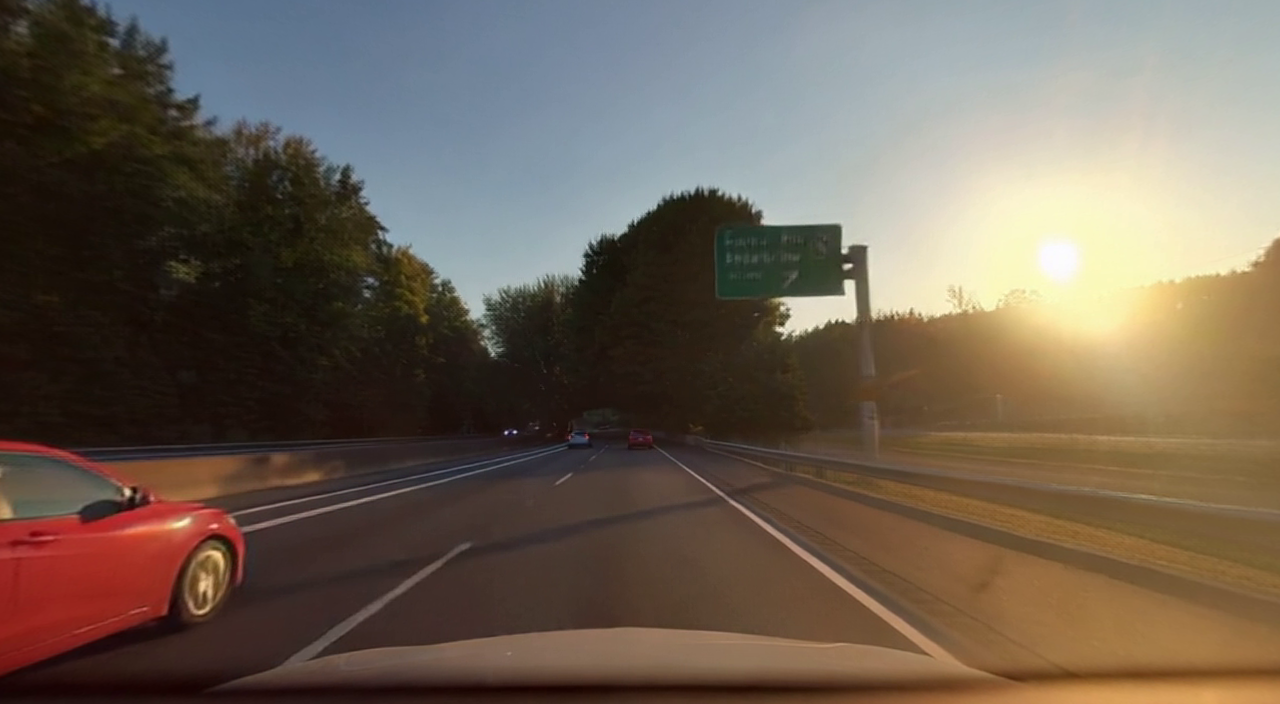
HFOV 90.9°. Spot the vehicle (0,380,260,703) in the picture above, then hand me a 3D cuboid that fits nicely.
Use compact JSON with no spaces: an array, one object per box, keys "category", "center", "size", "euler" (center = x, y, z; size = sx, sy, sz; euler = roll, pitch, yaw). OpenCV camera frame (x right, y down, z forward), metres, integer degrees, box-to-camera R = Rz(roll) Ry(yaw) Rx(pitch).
[{"category":"vehicle","center":[-3.833,0.854,2.672],"size":[1.958,1.486,3.988],"euler":[0,-8,-1]}]

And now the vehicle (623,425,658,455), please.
[{"category":"vehicle","center":[-0.018,5.744,41.163],"size":[2.170,1.790,4.490],"euler":[0,-8,-1]}]

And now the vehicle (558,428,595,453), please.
[{"category":"vehicle","center":[-4.316,6.078,43.438],"size":[2.055,1.610,4.116],"euler":[0,-8,0]}]
